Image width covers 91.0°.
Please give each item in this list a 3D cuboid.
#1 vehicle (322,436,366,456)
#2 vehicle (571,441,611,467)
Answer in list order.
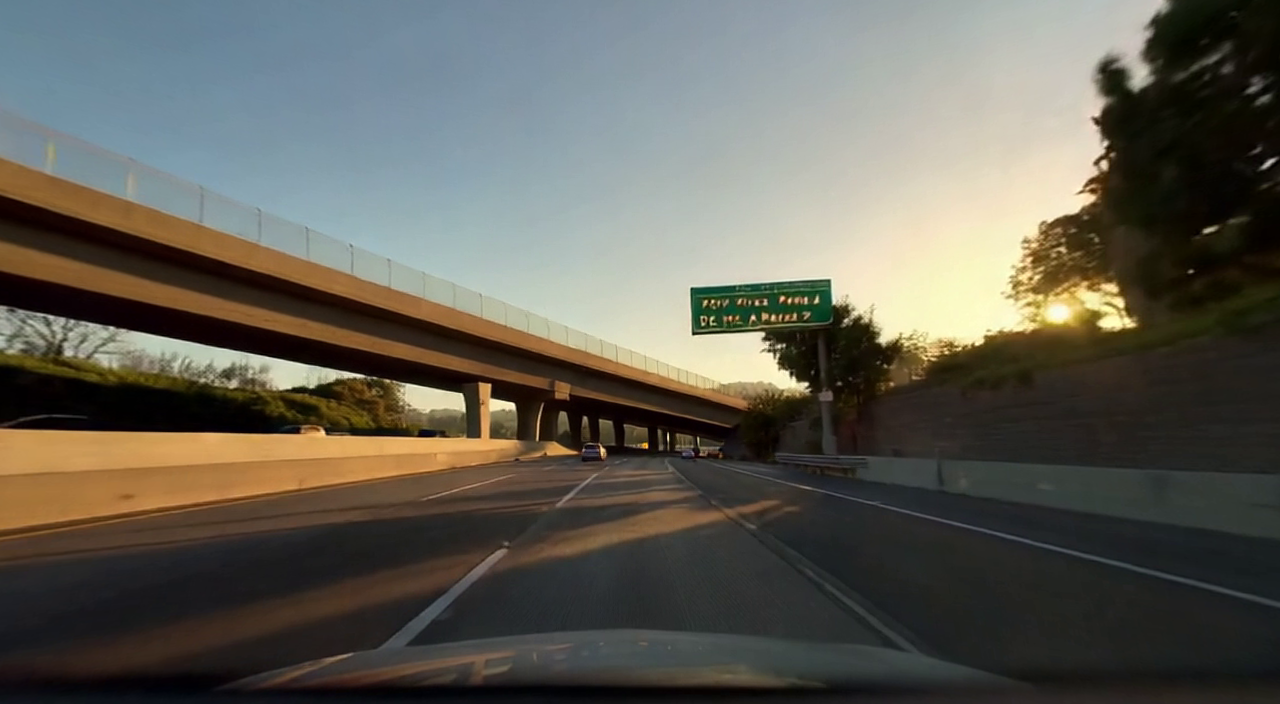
[{"bbox_3d":[-22.190,7.072,47.319,1.576,1.373,3.447,0,-8,2],"label":"vehicle"},{"bbox_3d":[-3.034,6.445,40.021,2.088,1.565,4.410,0,-8,2],"label":"vehicle"}]
